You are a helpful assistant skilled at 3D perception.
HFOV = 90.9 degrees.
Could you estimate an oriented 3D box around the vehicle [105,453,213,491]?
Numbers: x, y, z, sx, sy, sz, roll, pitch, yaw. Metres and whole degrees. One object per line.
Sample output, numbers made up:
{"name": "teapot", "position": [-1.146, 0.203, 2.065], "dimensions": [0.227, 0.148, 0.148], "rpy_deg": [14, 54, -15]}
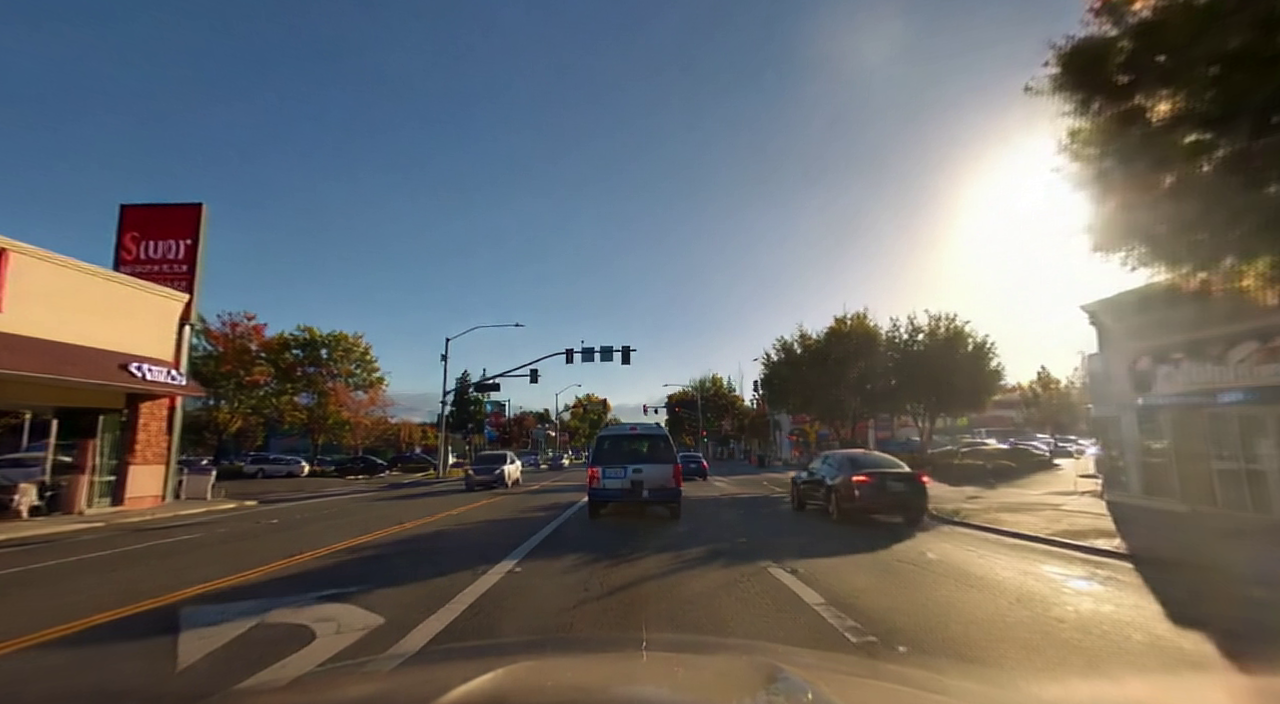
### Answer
{"name": "vehicle", "position": [-26.283, 6.524, 34.739], "dimensions": [2.123, 1.820, 5.136], "rpy_deg": [0, -8, -4]}

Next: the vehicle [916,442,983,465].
{"name": "vehicle", "position": [21.517, 7.045, 43.973], "dimensions": [1.889, 1.496, 4.092], "rpy_deg": [2, -9, -15]}

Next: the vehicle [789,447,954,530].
{"name": "vehicle", "position": [5.048, 3.008, 14.653], "dimensions": [1.994, 1.545, 4.919], "rpy_deg": [0, -8, 1]}

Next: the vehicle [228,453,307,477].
{"name": "vehicle", "position": [-27.301, 8.280, 46.299], "dimensions": [4.458, 1.608, 2.051], "rpy_deg": [-1, -8, 2]}

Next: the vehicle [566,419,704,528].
{"name": "vehicle", "position": [-0.108, 2.735, 14.845], "dimensions": [2.638, 2.065, 5.313], "rpy_deg": [0, -8, 0]}

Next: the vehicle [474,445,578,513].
{"name": "vehicle", "position": [-2.940, 3.361, 17.293], "dimensions": [1.975, 1.570, 4.456], "rpy_deg": [0, -8, 1]}
